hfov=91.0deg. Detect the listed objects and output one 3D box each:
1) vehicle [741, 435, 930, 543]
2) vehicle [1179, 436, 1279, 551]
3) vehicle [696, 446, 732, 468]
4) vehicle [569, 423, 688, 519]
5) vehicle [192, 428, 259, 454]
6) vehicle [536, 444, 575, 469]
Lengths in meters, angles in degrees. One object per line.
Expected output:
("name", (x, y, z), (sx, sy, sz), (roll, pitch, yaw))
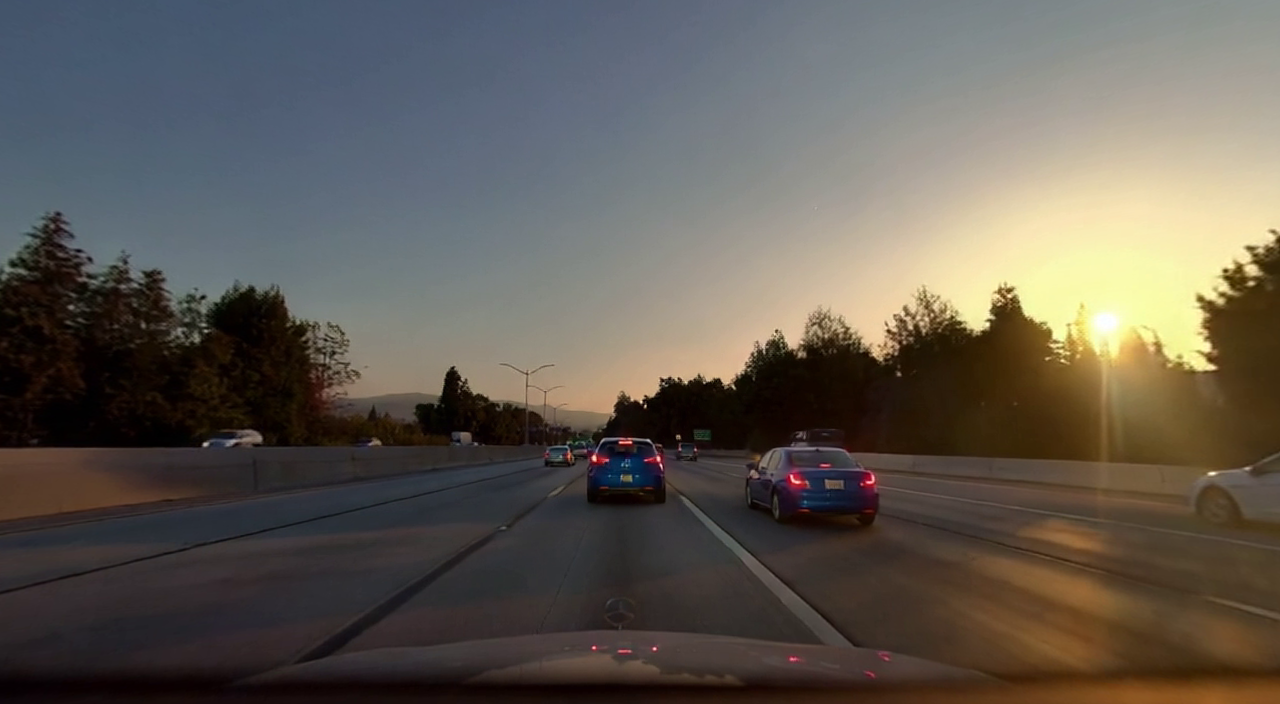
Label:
("vehicle", (3.181, 2.314, 11.309), (1.975, 1.532, 4.227), (1, -9, -1))
("vehicle", (10.266, 1.921, 8.259), (2.106, 1.641, 4.671), (1, -9, -3))
("vehicle", (5.536, 7.959, 47.875), (1.972, 1.521, 4.498), (1, -9, -3))
("vehicle", (-0.242, 2.496, 13.630), (2.181, 1.728, 3.970), (1, -9, -1))
("vehicle", (-30.794, 6.640, 46.946), (1.965, 1.795, 4.589), (1, -9, -3))
("vehicle", (-5.403, 6.739, 40.807), (2.023, 1.497, 4.526), (1, -9, -2))
